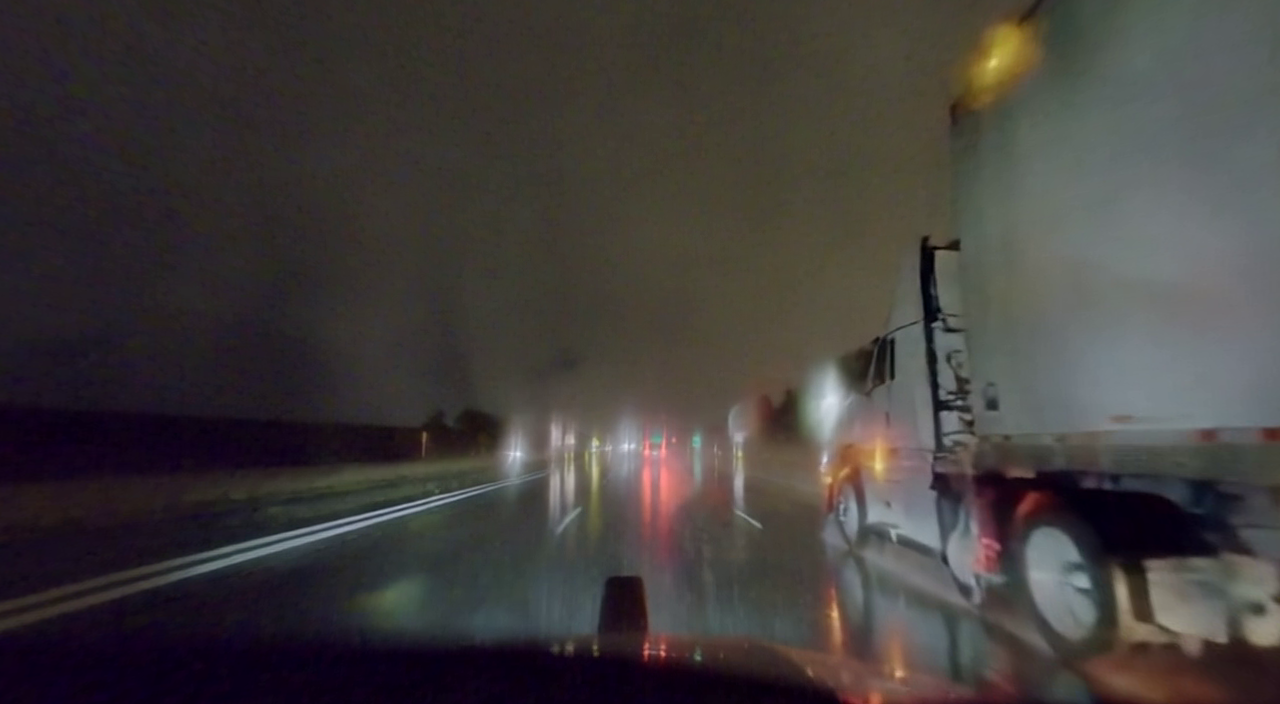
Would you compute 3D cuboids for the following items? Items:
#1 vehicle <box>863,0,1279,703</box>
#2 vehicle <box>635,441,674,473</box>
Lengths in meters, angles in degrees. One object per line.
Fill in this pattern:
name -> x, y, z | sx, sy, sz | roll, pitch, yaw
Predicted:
vehicle -> 4.032, -0.353, 1.611 | 3.027, 3.903, 10.307 | 0, -8, 0
vehicle -> 0.757, 5.781, 34.894 | 2.050, 1.654, 4.192 | 0, -8, 0
